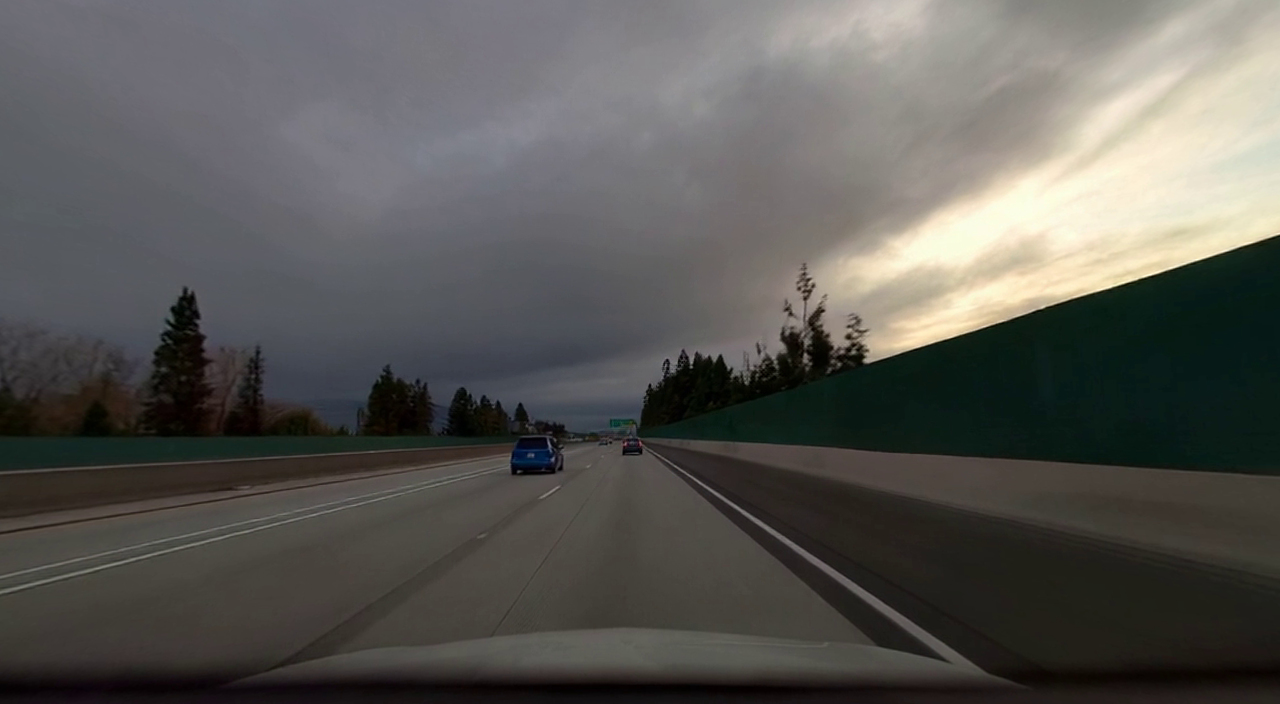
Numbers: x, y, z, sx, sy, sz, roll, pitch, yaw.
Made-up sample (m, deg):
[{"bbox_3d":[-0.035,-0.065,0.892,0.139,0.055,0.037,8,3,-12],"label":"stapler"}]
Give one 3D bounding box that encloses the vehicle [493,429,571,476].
[{"bbox_3d":[-3.873,3.694,23.535,2.072,1.545,4.767,0,-8,0],"label":"vehicle"}]
